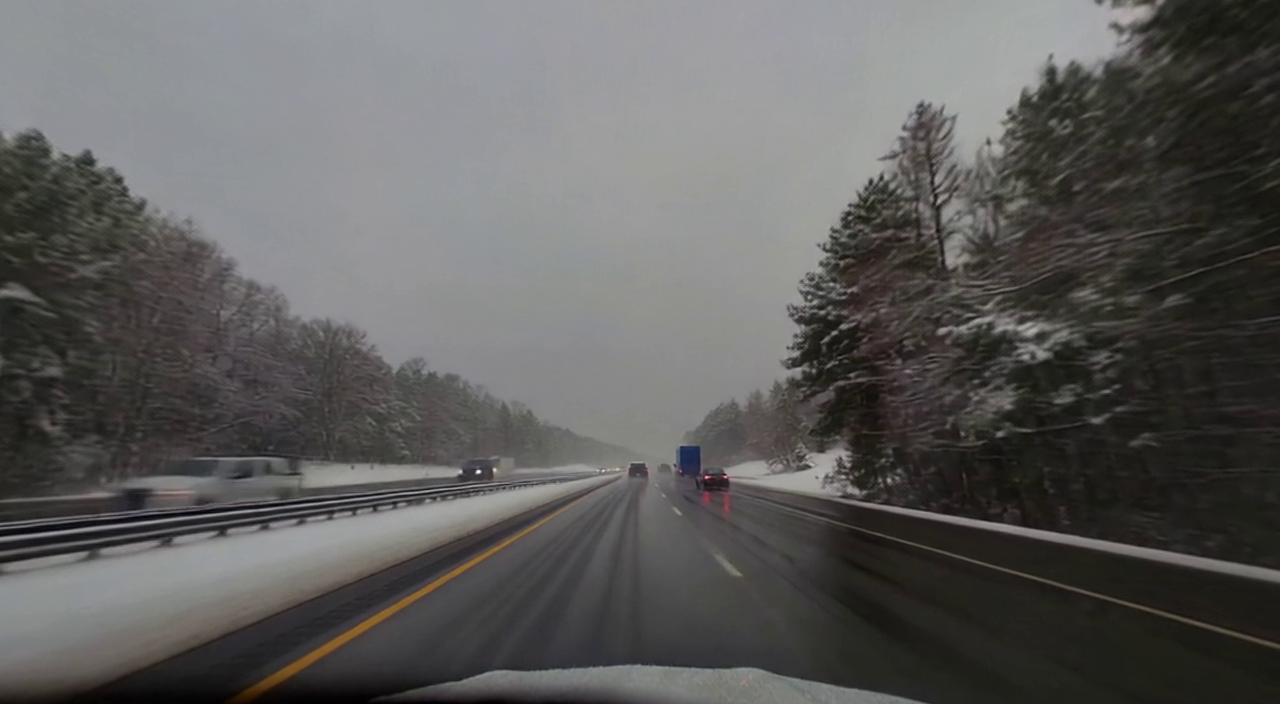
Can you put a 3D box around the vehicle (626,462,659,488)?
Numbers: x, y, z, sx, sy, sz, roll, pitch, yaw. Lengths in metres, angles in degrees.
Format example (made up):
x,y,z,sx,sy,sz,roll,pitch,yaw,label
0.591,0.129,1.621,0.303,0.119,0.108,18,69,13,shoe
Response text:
x,y,z,sx,sy,sz,roll,pitch,yaw,label
0.178,8.730,44.850,2.212,1.717,4.452,0,-10,1,vehicle

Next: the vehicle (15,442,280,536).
x,y,z,sx,sy,sz,roll,pitch,yaw,label
-9.690,2.748,12.997,1.960,1.578,4.296,1,-10,-1,vehicle

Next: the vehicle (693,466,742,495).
x,y,z,sx,sy,sz,roll,pitch,yaw,label
4.383,7.405,36.523,2.073,1.532,4.969,1,-10,-1,vehicle
